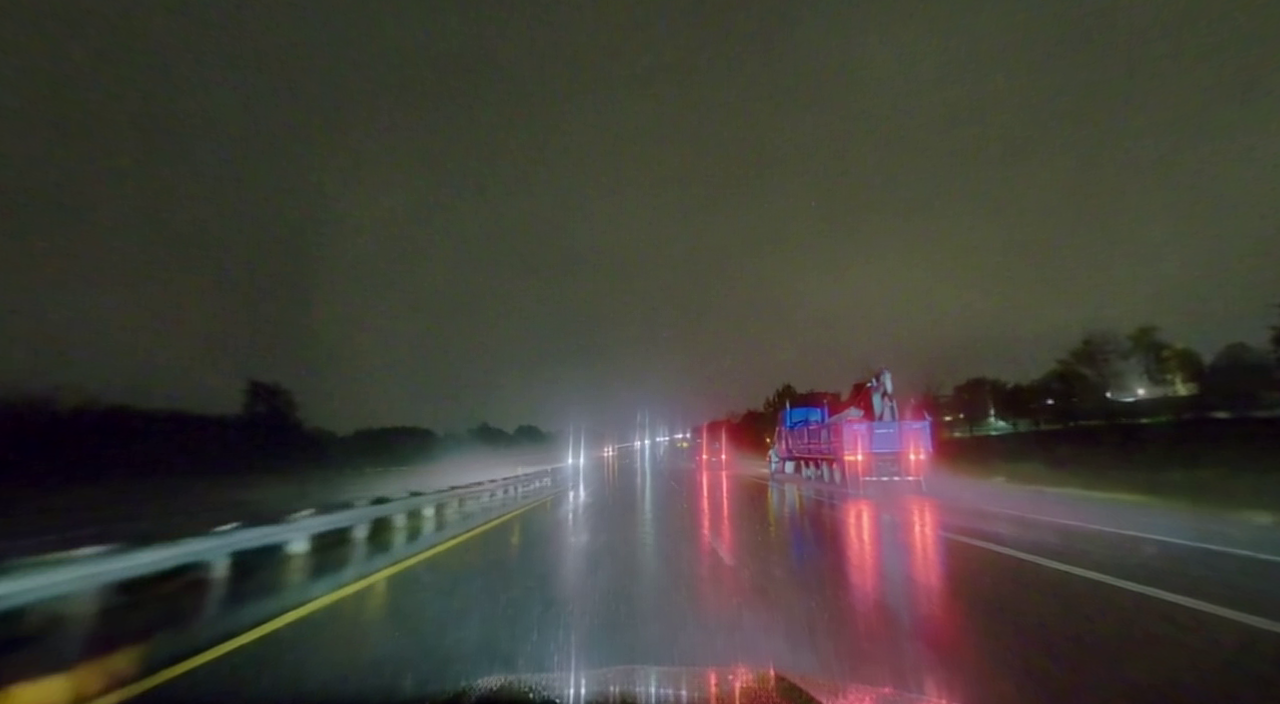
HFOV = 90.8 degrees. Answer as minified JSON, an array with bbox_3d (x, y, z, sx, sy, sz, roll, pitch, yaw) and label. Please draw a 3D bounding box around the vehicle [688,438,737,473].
[{"bbox_3d":[4.341,6.317,38.593,2.309,2.003,5.139,0,-9,-1],"label":"vehicle"}]
